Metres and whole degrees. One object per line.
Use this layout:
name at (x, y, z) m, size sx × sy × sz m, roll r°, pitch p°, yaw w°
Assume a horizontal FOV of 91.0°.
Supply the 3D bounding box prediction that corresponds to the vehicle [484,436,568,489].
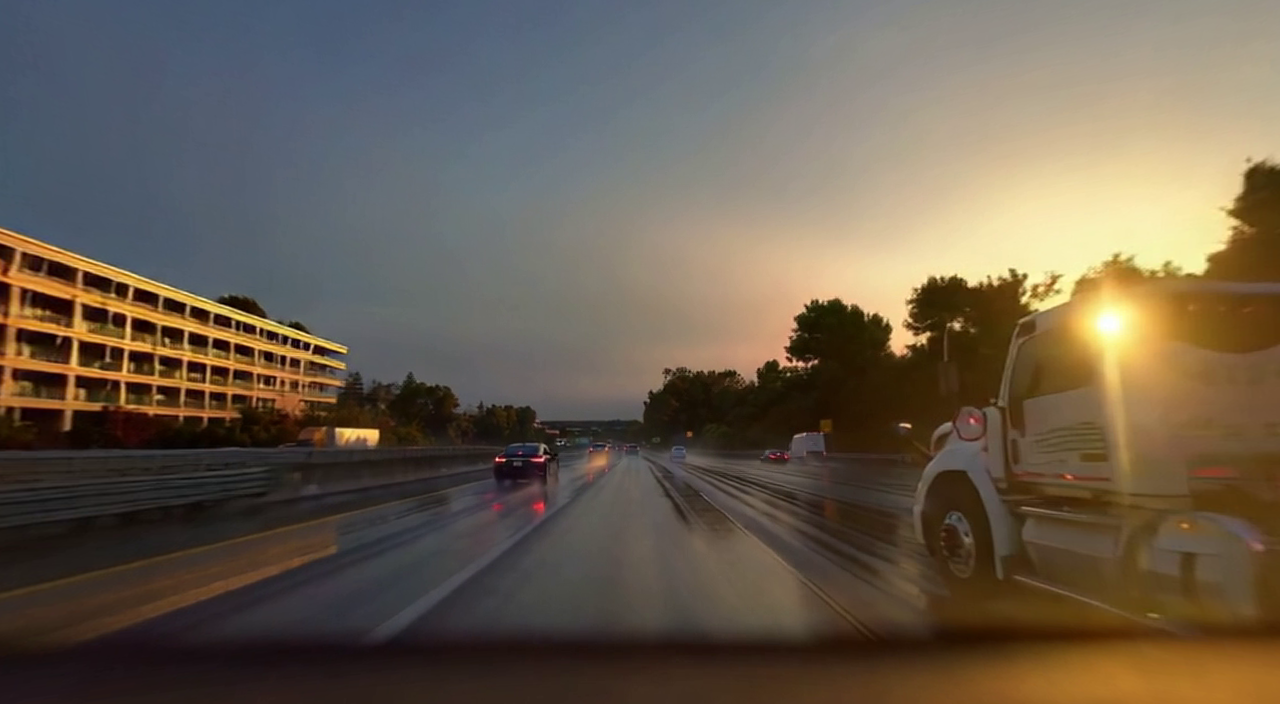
vehicle at (-3.626, 3.599, 20.800) m, size 1.954 × 1.528 × 4.010 m, roll 1°, pitch -9°, yaw 1°

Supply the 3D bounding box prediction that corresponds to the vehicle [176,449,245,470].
vehicle at (-32.167, 8.026, 47.286) m, size 1.863 × 1.470 × 4.531 m, roll 0°, pitch -8°, yaw 1°

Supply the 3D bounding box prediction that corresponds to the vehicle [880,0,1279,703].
vehicle at (3.688, -0.138, 2.497) m, size 3.089 × 3.779 × 6.420 m, roll 0°, pitch -9°, yaw 2°
